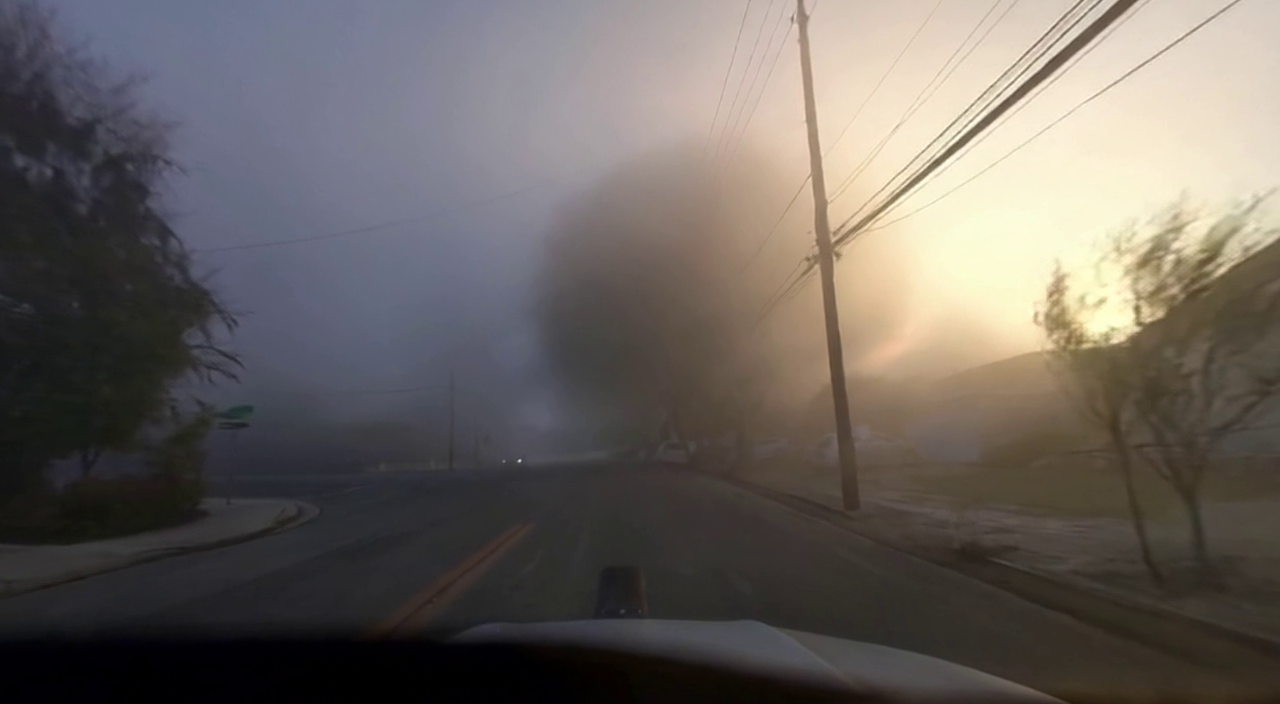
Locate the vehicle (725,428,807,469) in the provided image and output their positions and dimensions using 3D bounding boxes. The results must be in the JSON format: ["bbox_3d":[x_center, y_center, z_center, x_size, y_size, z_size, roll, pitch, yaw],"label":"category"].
[{"bbox_3d":[8.393,6.476,42.511,4.801,2.139,2.164,-6,-8,-3],"label":"vehicle"}]

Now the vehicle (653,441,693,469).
[{"bbox_3d":[2.449,7.820,48.013,2.214,1.962,4.733,1,-9,-8],"label":"vehicle"}]
